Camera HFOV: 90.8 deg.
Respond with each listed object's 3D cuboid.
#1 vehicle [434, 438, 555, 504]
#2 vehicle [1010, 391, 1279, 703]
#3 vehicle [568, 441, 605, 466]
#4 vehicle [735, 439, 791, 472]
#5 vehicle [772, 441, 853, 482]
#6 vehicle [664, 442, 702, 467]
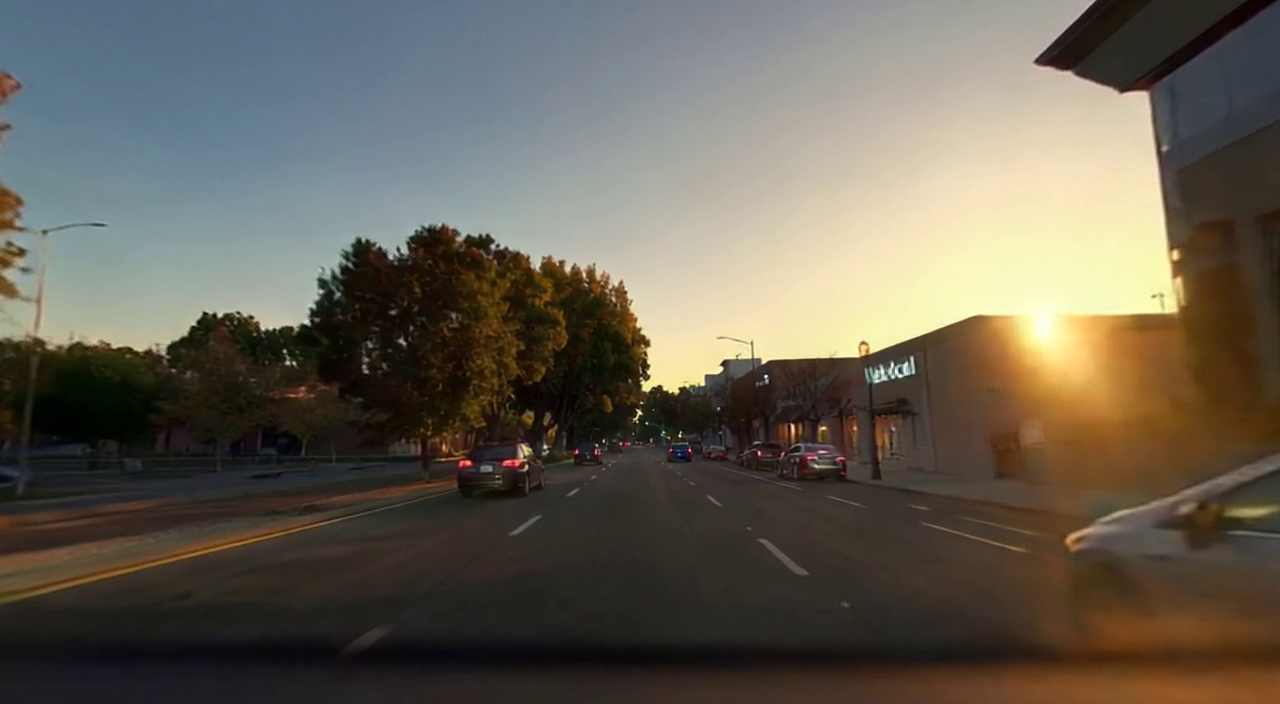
[{"bbox_3d":[-3.579,3.027,16.503,2.060,1.466,4.387,0,-9,1],"label":"vehicle"},{"bbox_3d":[3.376,0.790,1.630,2.021,1.491,4.563,0,-9,-1],"label":"vehicle"},{"bbox_3d":[-3.704,7.190,44.816,2.145,1.694,4.642,0,-9,1],"label":"vehicle"},{"bbox_3d":[6.533,5.555,34.018,1.983,1.618,4.108,0,-9,-4],"label":"vehicle"},{"bbox_3d":[6.719,4.309,25.124,1.896,1.479,4.416,0,-9,-1],"label":"vehicle"},{"bbox_3d":[2.649,6.391,39.608,1.961,1.482,4.538,0,-9,-1],"label":"vehicle"}]
